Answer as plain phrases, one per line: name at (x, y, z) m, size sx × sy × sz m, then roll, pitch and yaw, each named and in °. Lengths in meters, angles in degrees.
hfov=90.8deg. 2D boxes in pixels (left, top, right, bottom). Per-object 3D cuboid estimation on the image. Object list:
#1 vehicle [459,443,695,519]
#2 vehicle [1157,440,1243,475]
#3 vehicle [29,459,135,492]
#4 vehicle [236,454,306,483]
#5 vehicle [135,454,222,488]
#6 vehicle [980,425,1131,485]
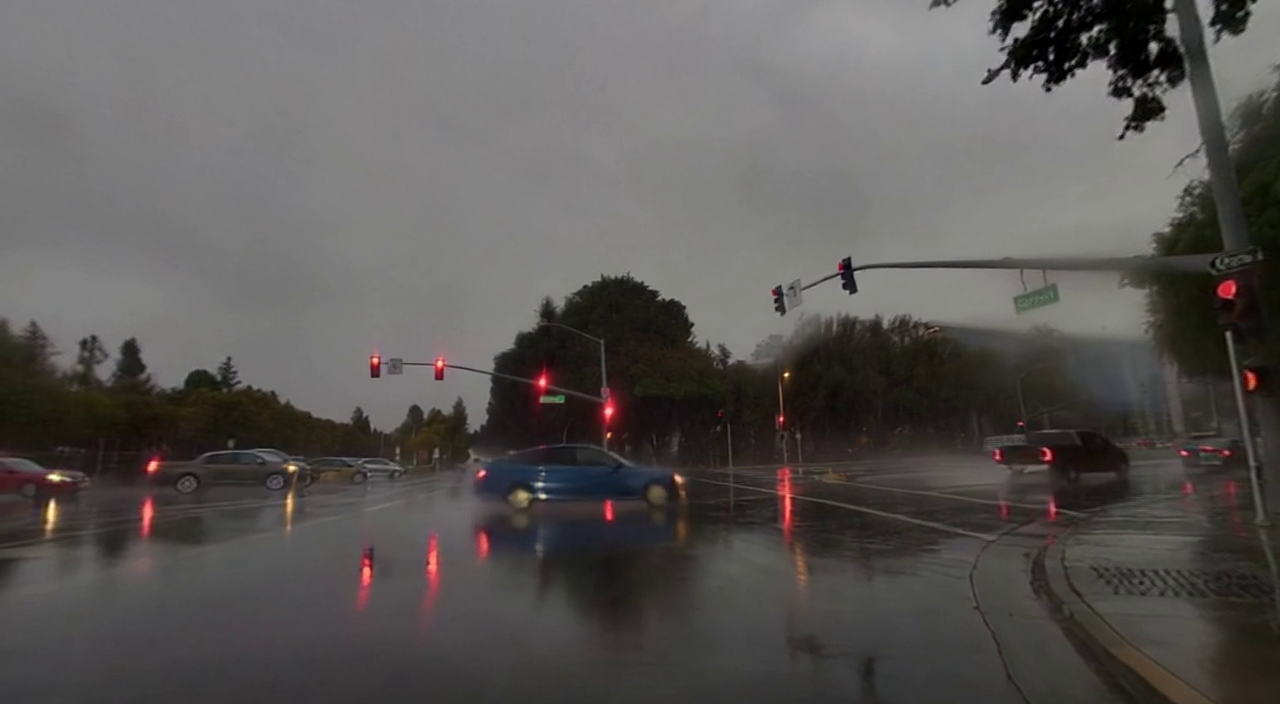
vehicle at (-1.282, 2.732, 13.713) m, size 4.702 × 1.468 × 1.999 m, roll 0°, pitch -9°, yaw -3°
vehicle at (26.135, 4.883, 29.446) m, size 4.728 × 1.471 × 1.957 m, roll 6°, pitch -11°, yaw -37°
vehicle at (-29.049, 6.415, 33.137) m, size 1.965 × 1.448 × 4.553 m, roll 1°, pitch -9°, yaw -10°
vehicle at (-22.235, 7.008, 38.306) m, size 2.020 × 1.615 × 4.656 m, roll 1°, pitch -9°, yaw -9°
vehicle at (-25.651, 6.584, 35.343) m, size 2.081 × 1.670 × 4.376 m, roll 1°, pitch -9°, yaw -9°
vehicle at (15.316, 3.742, 23.175) m, size 5.896 × 1.937 × 2.358 m, roll 5°, pitch -10°, yaw -33°
